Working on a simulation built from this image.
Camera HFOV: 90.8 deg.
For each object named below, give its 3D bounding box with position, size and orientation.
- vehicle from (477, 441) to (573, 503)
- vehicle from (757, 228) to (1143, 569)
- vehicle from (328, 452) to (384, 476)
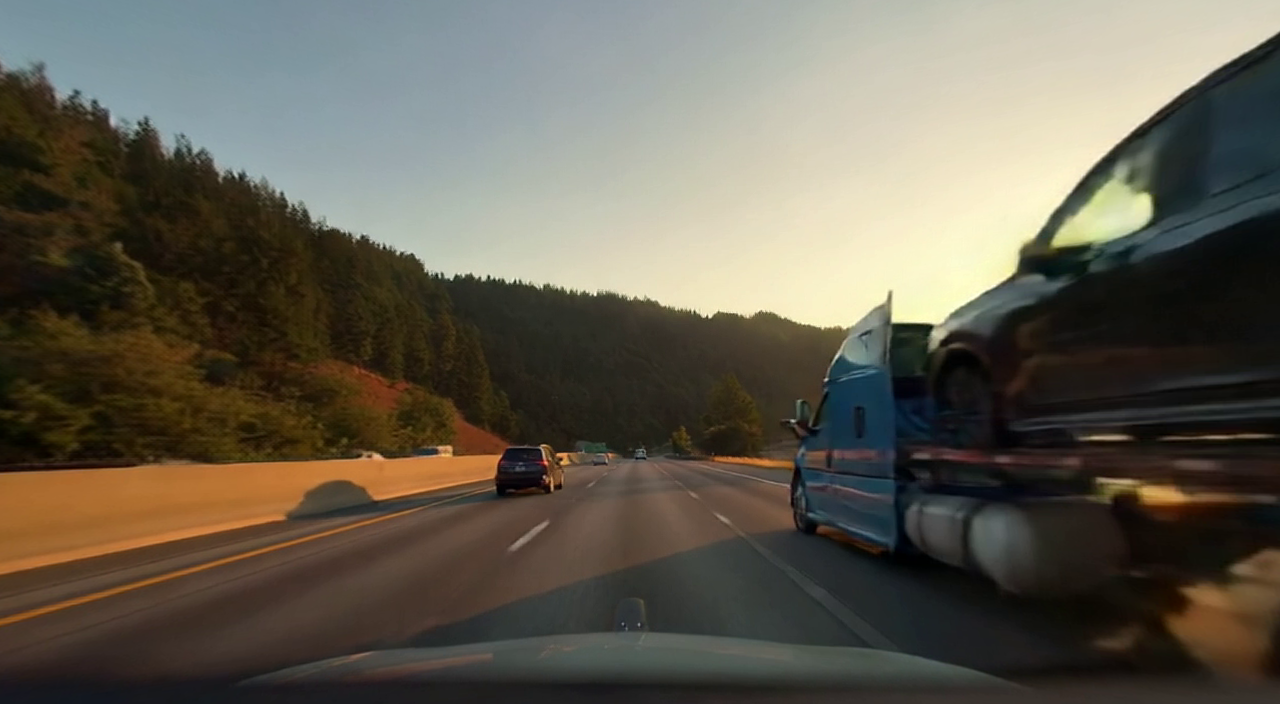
[{"bbox_3d":[-3.137,3.372,18.050,1.944,1.548,4.051,0,-9,0],"label":"vehicle"},{"bbox_3d":[3.983,0.892,10.049,3.016,3.891,5.767,0,-9,0],"label":"vehicle"},{"bbox_3d":[-19.165,7.532,42.774,1.802,1.487,4.304,0,-9,0],"label":"vehicle"}]
